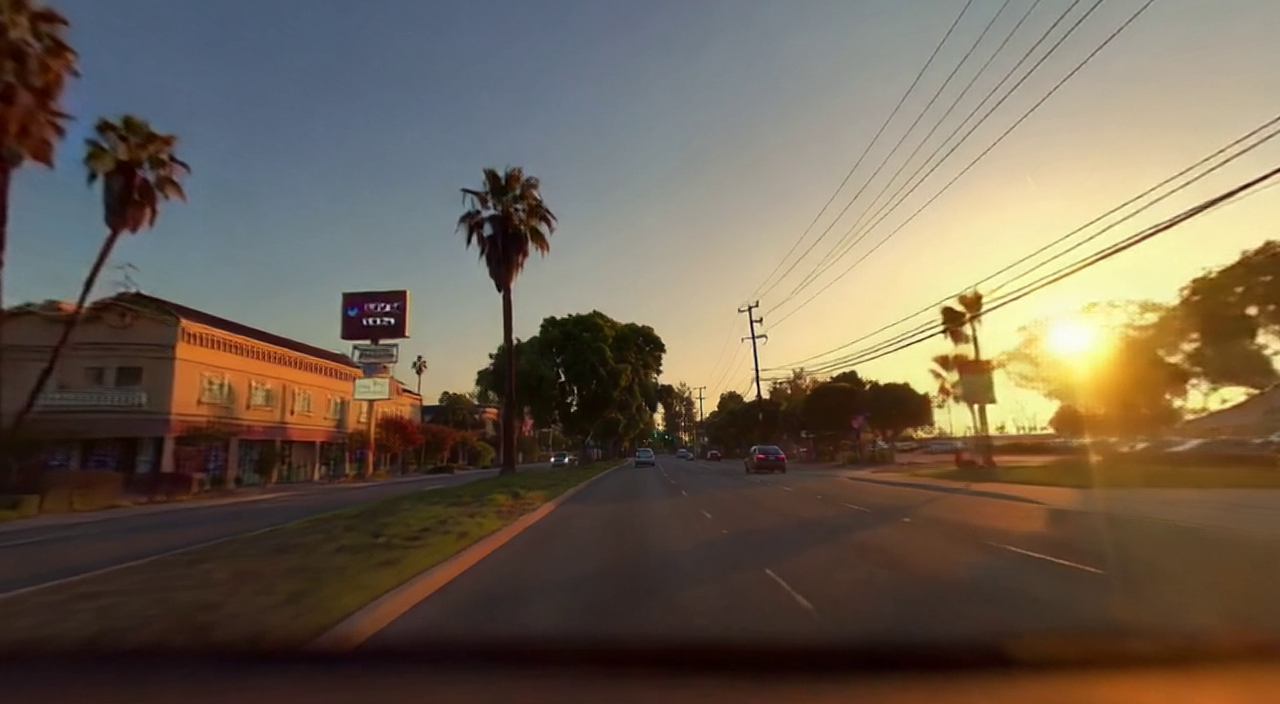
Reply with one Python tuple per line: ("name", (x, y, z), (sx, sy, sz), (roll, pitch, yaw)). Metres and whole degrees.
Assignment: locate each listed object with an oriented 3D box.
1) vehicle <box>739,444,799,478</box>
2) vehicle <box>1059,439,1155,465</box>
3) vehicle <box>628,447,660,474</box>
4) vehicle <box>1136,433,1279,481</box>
("vehicle", (6.825, 5.810, 33.811), (2.252, 1.718, 4.617), (0, -9, 0))
("vehicle", (28.323, 6.070, 38.282), (4.191, 1.492, 1.950), (-1, -9, 0))
("vehicle", (0.289, 7.449, 43.469), (2.138, 1.702, 4.168), (0, -9, 1))
("vehicle", (19.979, 3.511, 21.176), (4.728, 1.520, 2.107), (-1, -9, 1))
